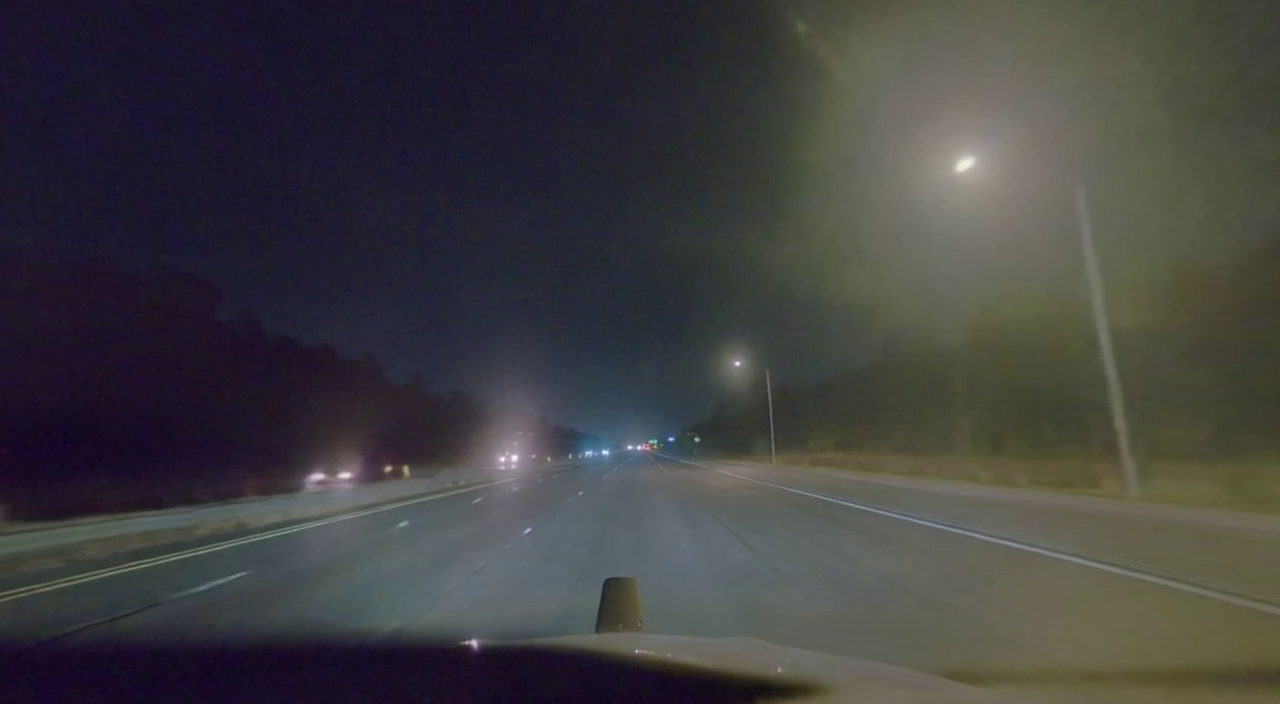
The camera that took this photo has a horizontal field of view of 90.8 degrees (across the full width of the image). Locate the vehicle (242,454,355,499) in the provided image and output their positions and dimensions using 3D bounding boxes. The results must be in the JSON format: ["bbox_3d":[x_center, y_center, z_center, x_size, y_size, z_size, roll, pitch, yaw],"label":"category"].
[{"bbox_3d":[-12.211,4.455,22.886,1.788,1.425,4.096,0,-9,0],"label":"vehicle"}]
